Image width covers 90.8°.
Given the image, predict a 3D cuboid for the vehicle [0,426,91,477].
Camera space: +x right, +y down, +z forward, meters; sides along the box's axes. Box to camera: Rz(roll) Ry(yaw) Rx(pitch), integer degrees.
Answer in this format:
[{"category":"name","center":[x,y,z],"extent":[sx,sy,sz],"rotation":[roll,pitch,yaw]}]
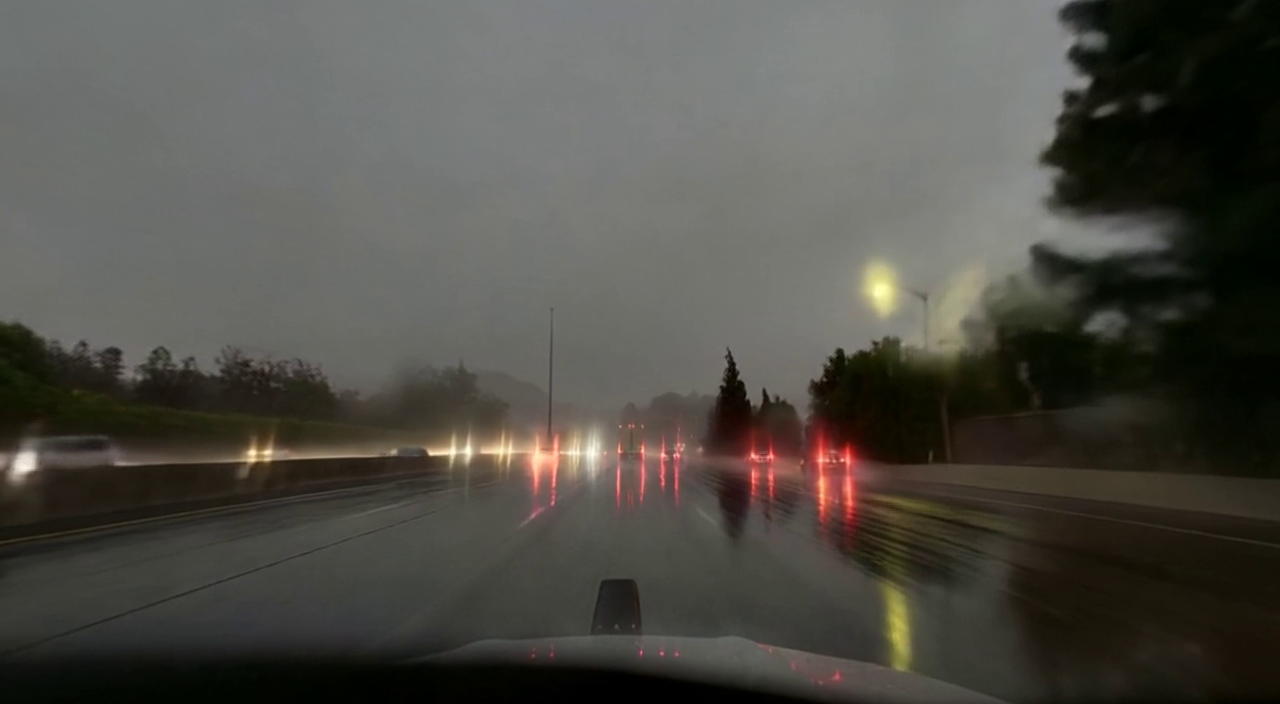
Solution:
[{"category":"vehicle","center":[-22.798,3.557,22.567],"extent":[1.982,1.703,4.855],"rotation":[0,-9,0]}]

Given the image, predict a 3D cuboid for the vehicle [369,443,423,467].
[{"category":"vehicle","center":[-15.768,6.682,41.069],"extent":[1.877,1.467,4.044],"rotation":[0,-9,0]}]
